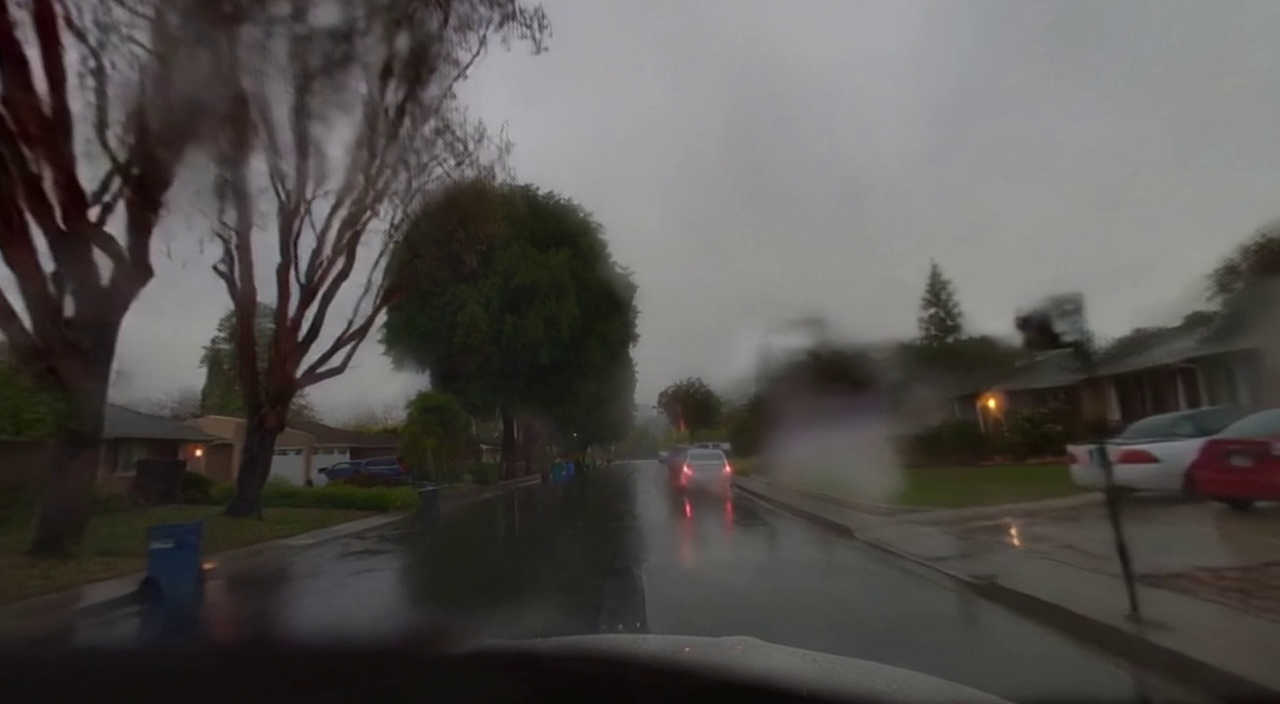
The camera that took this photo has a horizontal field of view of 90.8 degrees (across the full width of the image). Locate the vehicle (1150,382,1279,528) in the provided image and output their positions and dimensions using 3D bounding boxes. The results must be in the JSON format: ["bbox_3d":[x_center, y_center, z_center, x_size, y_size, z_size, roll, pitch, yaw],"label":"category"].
[{"bbox_3d":[9.541,1.308,8.062,4.230,1.666,1.978,0,-9,2],"label":"vehicle"}]

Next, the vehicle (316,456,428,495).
[{"bbox_3d":[-12.992,5.987,30.798,4.511,1.809,2.018,0,-9,1],"label":"vehicle"}]

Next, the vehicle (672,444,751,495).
[{"bbox_3d":[2.252,3.873,21.212,2.009,1.506,4.698,0,-9,-1],"label":"vehicle"}]

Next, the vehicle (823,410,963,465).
[{"bbox_3d":[10.348,3.596,26.214,4.861,1.911,2.181,2,-13,2],"label":"vehicle"}]
